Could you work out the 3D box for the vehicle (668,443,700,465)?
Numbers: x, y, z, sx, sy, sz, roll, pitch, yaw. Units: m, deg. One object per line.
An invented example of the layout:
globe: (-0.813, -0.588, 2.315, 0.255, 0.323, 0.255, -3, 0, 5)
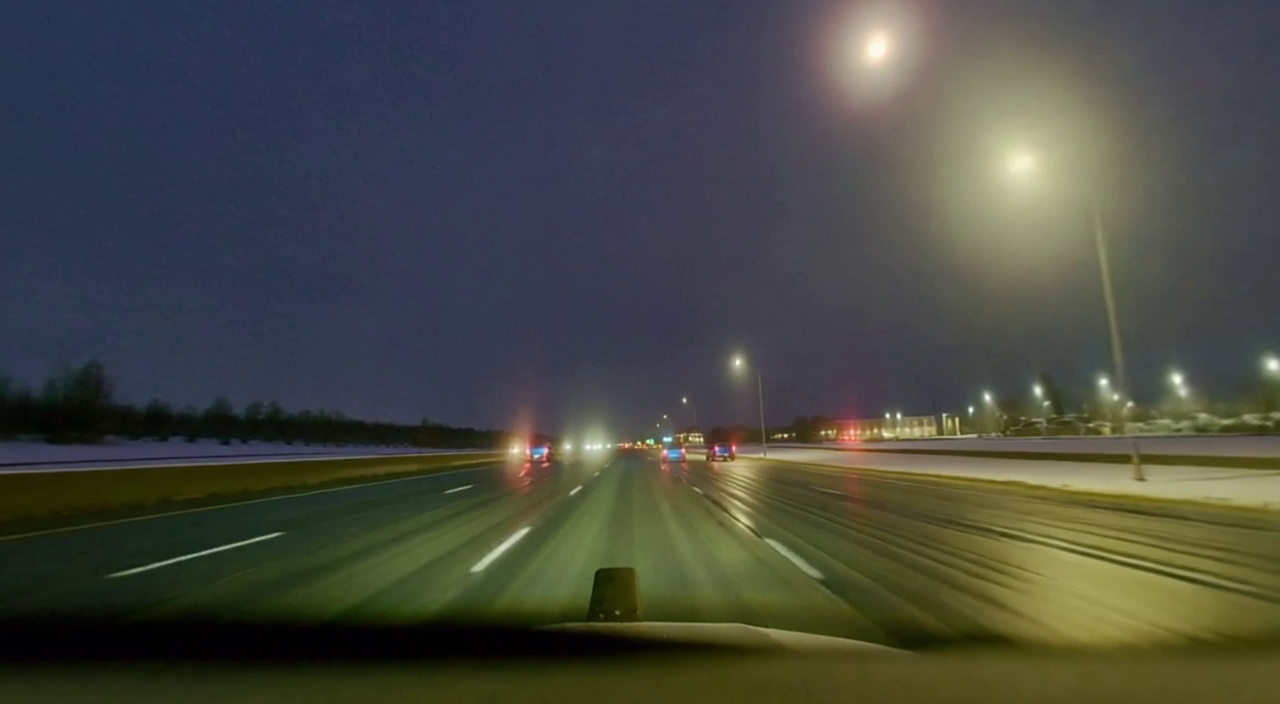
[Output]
vehicle: (3.133, 7.375, 45.928, 2.000, 1.533, 3.770, 0, -8, -1)
